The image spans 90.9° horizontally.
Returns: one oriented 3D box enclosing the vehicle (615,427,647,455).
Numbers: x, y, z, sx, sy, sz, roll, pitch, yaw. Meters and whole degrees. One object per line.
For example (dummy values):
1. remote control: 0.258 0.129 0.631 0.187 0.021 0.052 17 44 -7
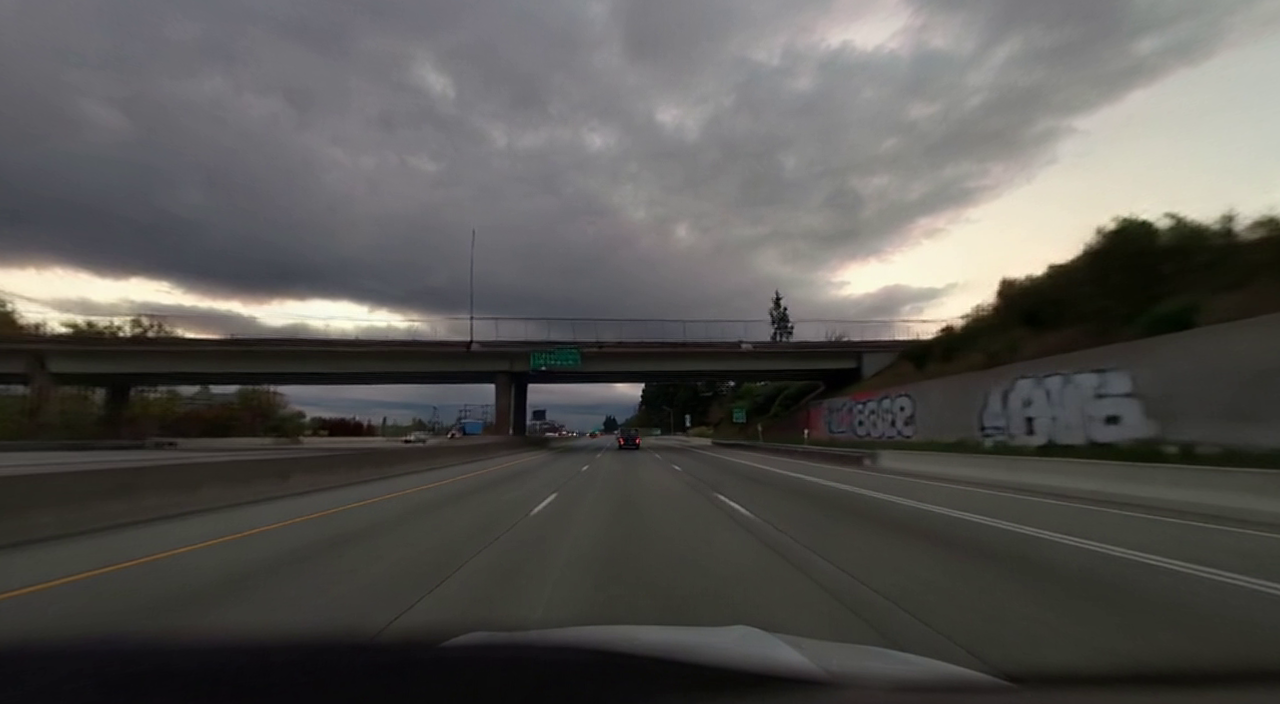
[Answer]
1. vehicle: -0.717 6.540 46.348 2.277 1.913 4.510 0 -8 -2
